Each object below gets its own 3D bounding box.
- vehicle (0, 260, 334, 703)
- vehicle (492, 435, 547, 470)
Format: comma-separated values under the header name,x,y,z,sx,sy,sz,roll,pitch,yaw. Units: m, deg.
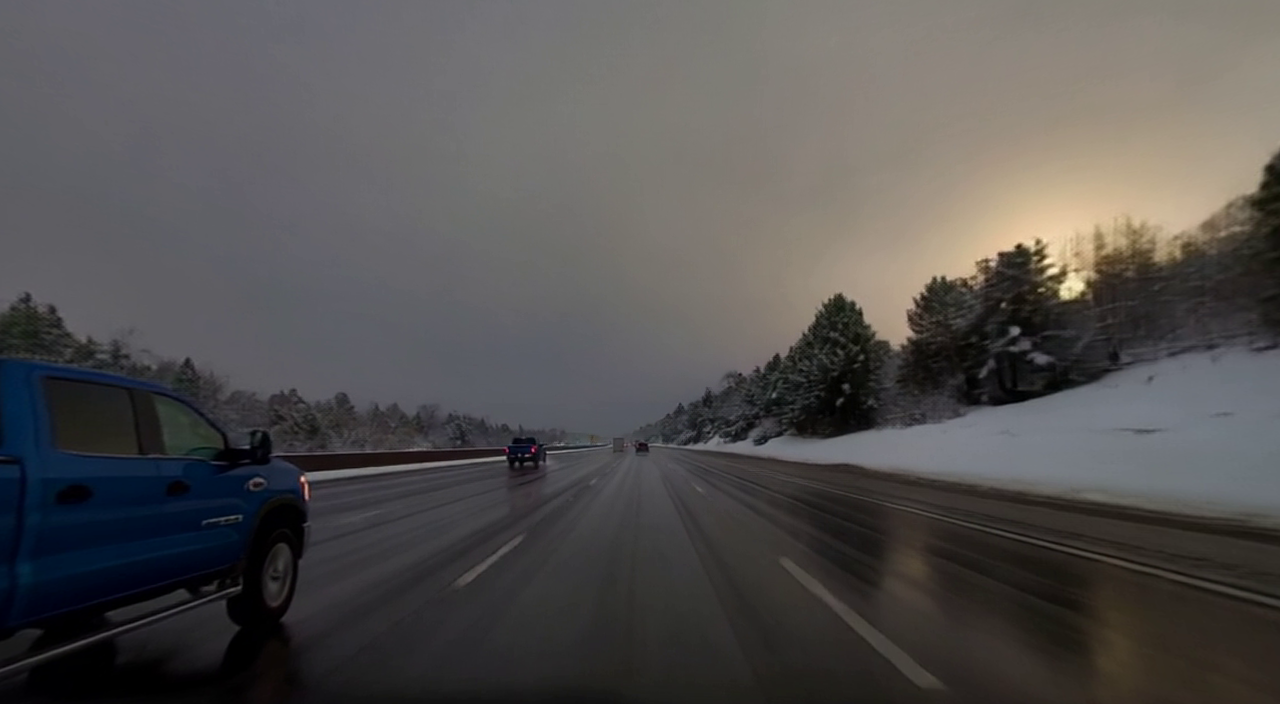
name,x,y,z,sx,sy,sz,roll,pitch,yaw
vehicle,-3.727,0.580,2.051,2.339,2.004,6.171,0,-9,0
vehicle,-7.172,6.030,38.023,2.260,1.917,5.499,0,-9,0
